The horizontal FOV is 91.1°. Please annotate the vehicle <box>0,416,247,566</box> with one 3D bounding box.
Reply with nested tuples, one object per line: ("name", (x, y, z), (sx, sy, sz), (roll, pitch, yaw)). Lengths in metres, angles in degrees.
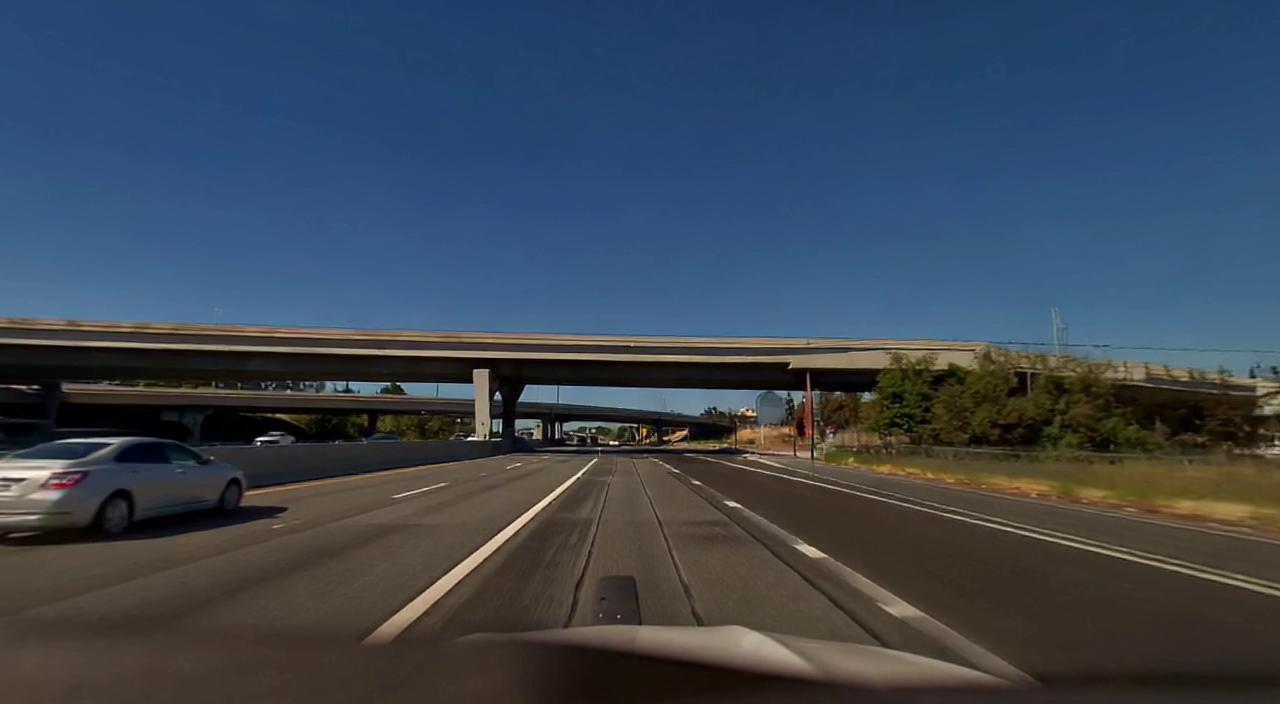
("vehicle", (-7.377, 1.631, 8.043), (1.979, 1.476, 4.324), (0, -8, -1))
